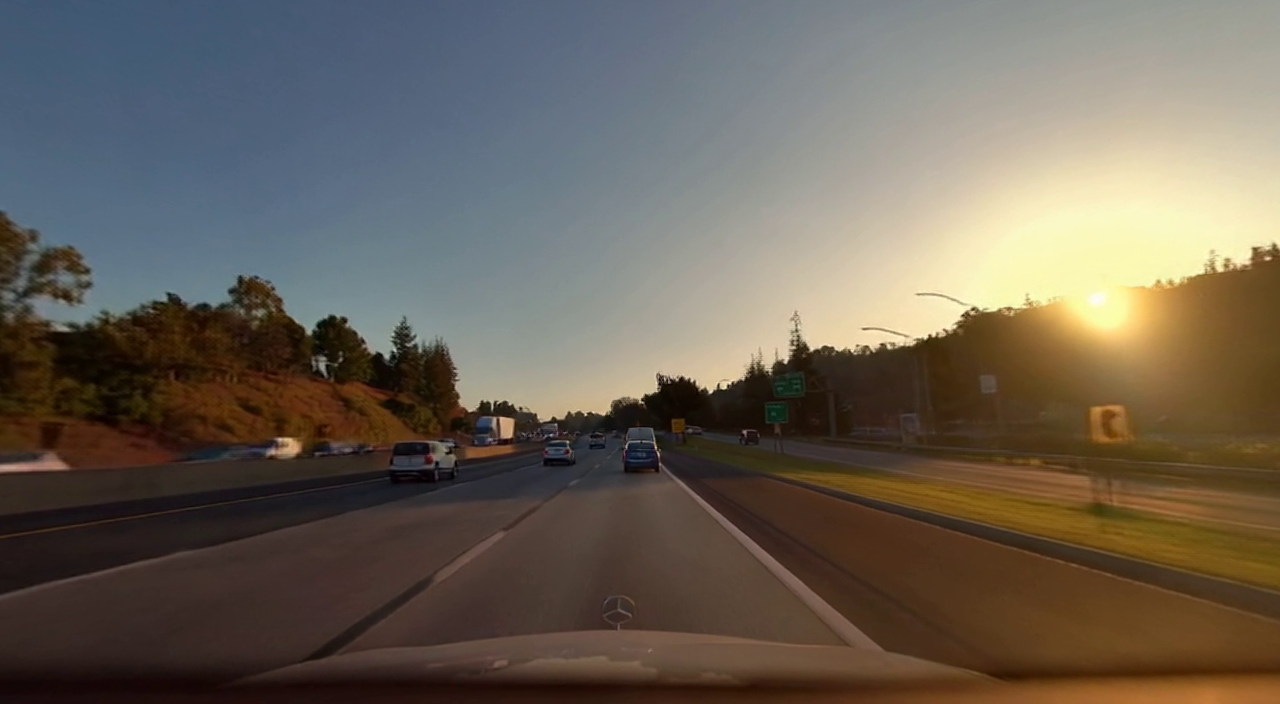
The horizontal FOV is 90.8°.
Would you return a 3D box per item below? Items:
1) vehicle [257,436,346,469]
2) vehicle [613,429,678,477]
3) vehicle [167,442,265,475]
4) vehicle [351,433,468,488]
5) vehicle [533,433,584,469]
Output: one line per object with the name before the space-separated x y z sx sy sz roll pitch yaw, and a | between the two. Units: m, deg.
vehicle | -17.325 5.178 32.664 2.019 1.594 4.622 0 -8 1
vehicle | 0.185 4.005 25.244 2.378 1.750 4.355 0 -8 -1
vehicle | -21.720 5.461 32.637 1.958 1.592 4.509 0 -8 -1
vehicle | -7.589 3.620 21.397 2.195 1.652 4.733 0 -8 0
vehicle | -4.168 5.146 33.044 2.044 1.717 4.421 0 -8 0
